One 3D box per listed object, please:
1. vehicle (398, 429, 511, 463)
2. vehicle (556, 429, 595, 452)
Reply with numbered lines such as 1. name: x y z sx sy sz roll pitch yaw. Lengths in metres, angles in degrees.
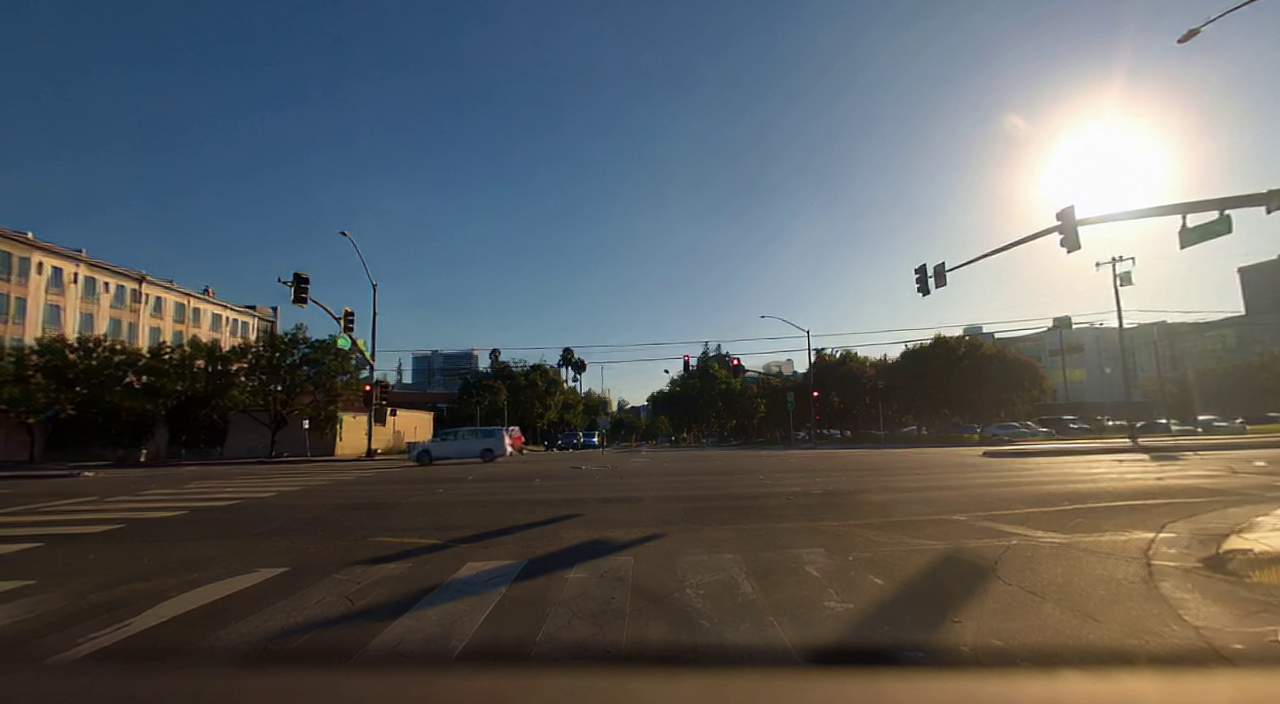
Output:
1. vehicle: -8.057 4.124 27.740 4.510 1.431 1.884 1 -9 -9
2. vehicle: -4.392 6.164 43.762 1.919 1.467 4.086 -1 -9 5
